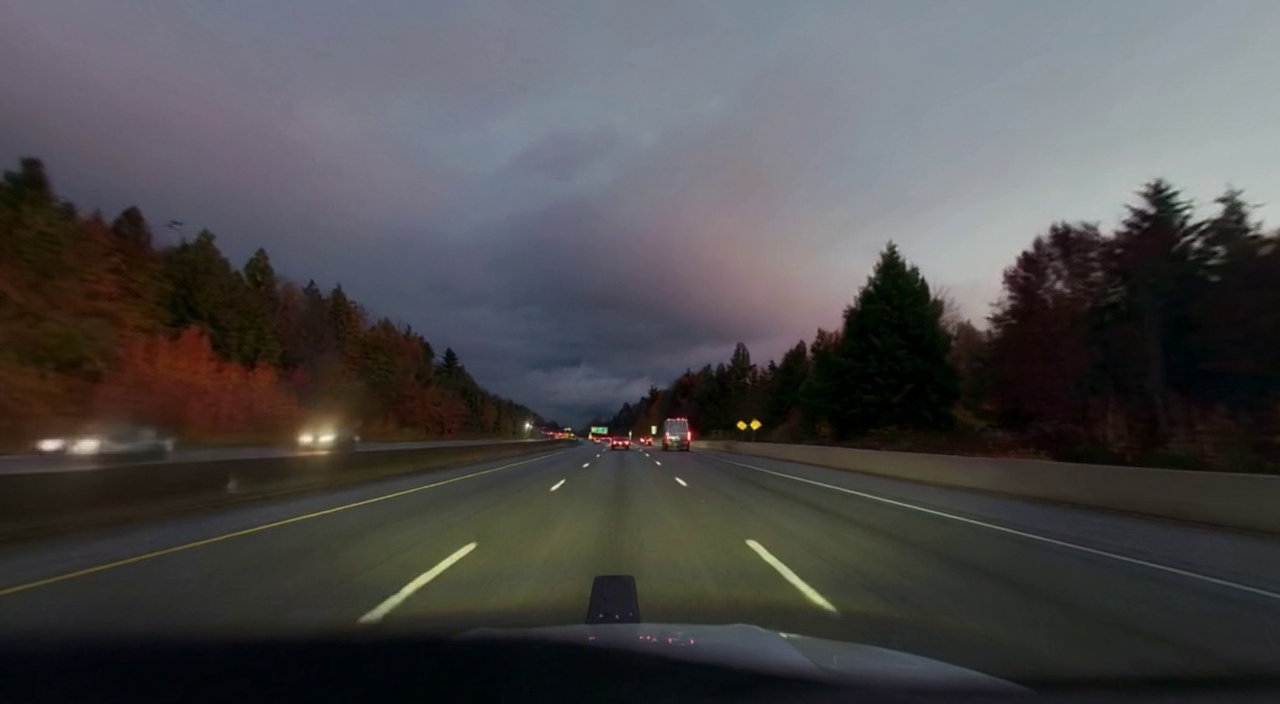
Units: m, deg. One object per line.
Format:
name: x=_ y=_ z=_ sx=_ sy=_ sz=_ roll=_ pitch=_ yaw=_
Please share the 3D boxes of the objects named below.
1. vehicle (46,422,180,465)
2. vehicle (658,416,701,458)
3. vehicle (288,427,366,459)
vehicle: x=-20.119 y=3.509 z=24.251 sx=1.800 sy=1.486 sz=3.963 roll=0 pitch=-8 yaw=-1
vehicle: x=2.556 y=5.716 z=42.310 sx=2.411 sy=2.614 sz=5.781 roll=0 pitch=-8 yaw=-1
vehicle: x=-15.980 y=4.656 z=32.403 sx=1.795 sy=1.503 sz=4.527 roll=0 pitch=-8 yaw=-2
